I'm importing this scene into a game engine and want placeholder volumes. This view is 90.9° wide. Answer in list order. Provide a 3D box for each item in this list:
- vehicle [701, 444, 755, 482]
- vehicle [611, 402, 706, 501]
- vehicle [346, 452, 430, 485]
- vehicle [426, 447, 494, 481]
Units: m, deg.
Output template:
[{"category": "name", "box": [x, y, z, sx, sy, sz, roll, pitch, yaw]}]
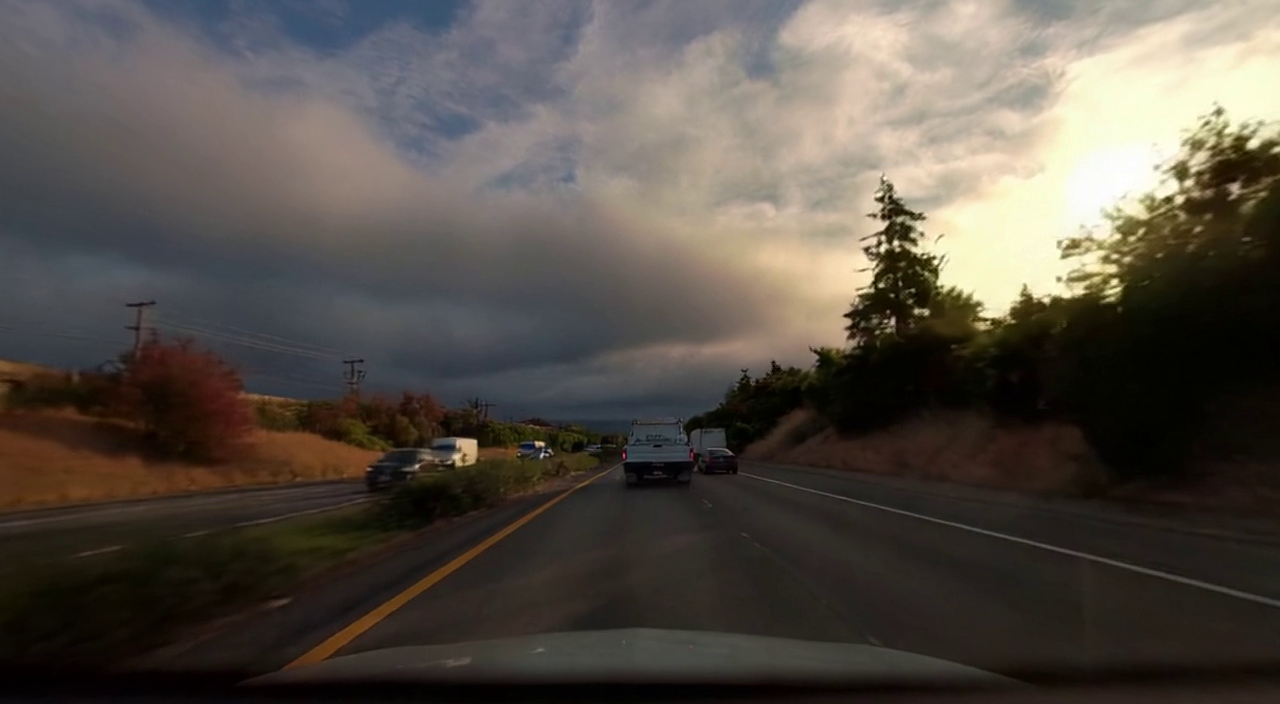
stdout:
[{"category": "vehicle", "box": [3.641, 4.673, 26.763, 1.654, 1.441, 4.066, 0, -9, -1]}, {"category": "vehicle", "box": [0.373, 2.929, 18.699, 2.423, 2.517, 5.055, 0, -9, -2]}, {"category": "vehicle", "box": [-12.592, 5.841, 31.860, 2.325, 1.498, 4.589, 0, -9, 0]}, {"category": "vehicle", "box": [-8.750, 5.470, 31.105, 2.009, 1.535, 4.266, 0, -9, 1]}]
